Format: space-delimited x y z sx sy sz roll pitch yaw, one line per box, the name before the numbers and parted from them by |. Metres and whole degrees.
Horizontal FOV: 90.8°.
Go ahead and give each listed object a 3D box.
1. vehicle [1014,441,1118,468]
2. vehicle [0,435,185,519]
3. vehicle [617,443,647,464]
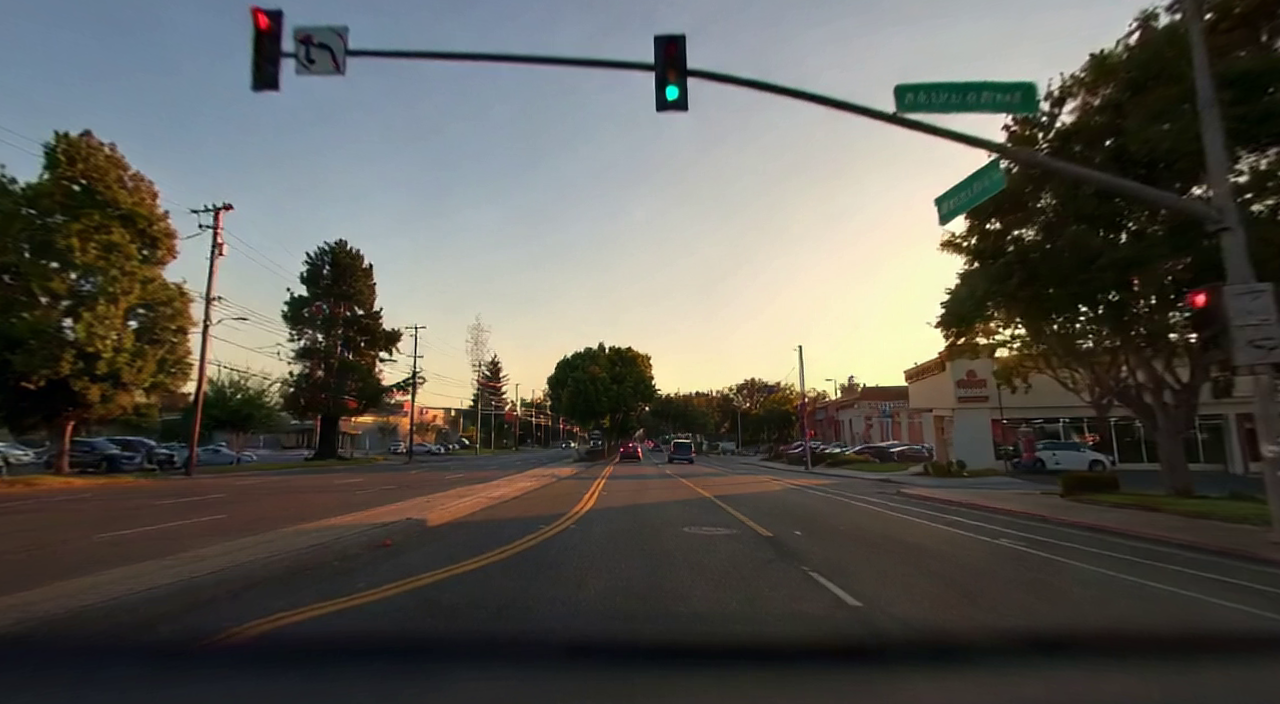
vehicle | 24.916 5.975 37.126 2.066 1.467 4.486 5 -10 -31
vehicle | -13.230 2.766 14.596 2.012 1.621 4.417 0 -8 1
vehicle | -0.624 7.646 47.901 2.152 1.499 4.118 0 -8 -1
